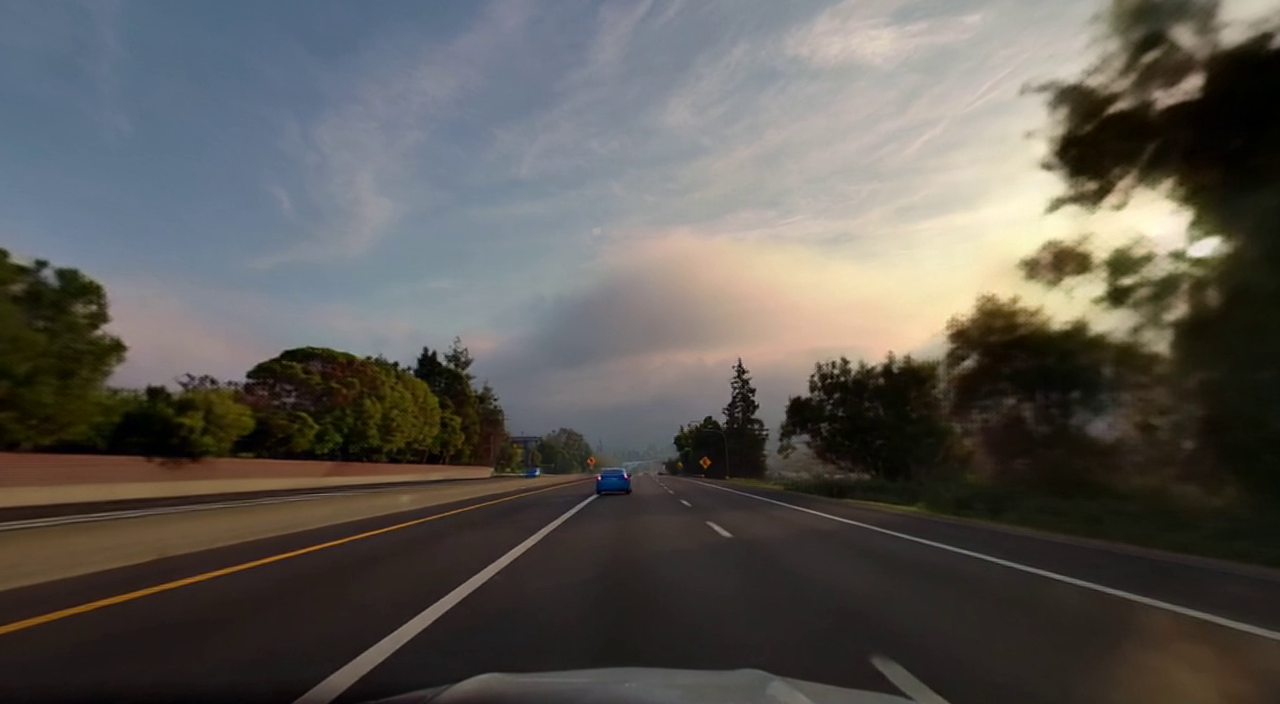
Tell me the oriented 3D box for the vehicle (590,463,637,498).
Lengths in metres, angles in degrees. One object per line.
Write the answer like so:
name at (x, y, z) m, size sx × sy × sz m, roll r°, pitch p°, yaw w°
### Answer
vehicle at (-1.218, 6.256, 30.911) m, size 2.016 × 1.530 × 4.009 m, roll 1°, pitch -10°, yaw 1°
